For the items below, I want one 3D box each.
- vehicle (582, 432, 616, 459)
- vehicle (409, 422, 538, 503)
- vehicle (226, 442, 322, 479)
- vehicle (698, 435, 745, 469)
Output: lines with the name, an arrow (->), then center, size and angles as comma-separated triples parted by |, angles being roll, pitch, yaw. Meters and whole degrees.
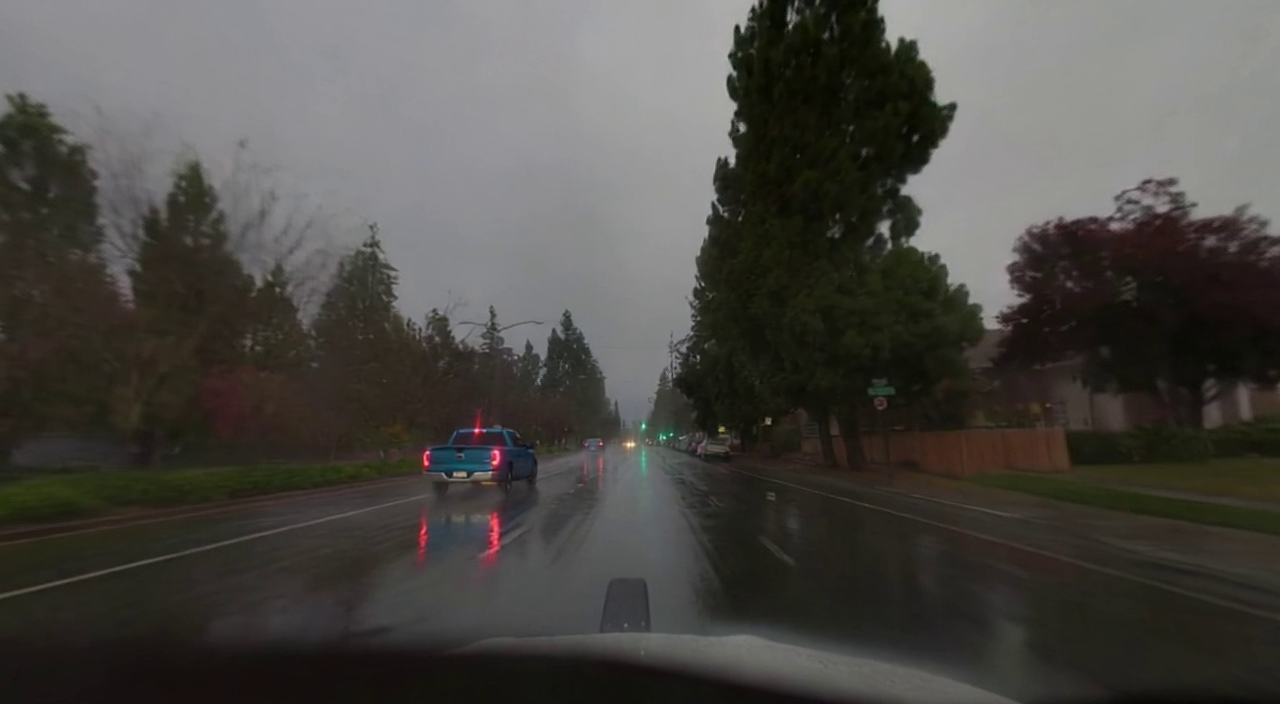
vehicle -> -3.178, 7.323, 49.444 | 2.230, 1.987, 4.385 | 0, -8, 2
vehicle -> -4.017, 2.758, 16.149 | 2.002, 1.747, 4.728 | 0, -8, 0
vehicle -> -16.852, 4.995, 29.305 | 1.881, 1.541, 4.192 | 0, -8, 1
vehicle -> 4.325, 5.367, 33.993 | 2.016, 1.736, 4.356 | 0, -8, 1
